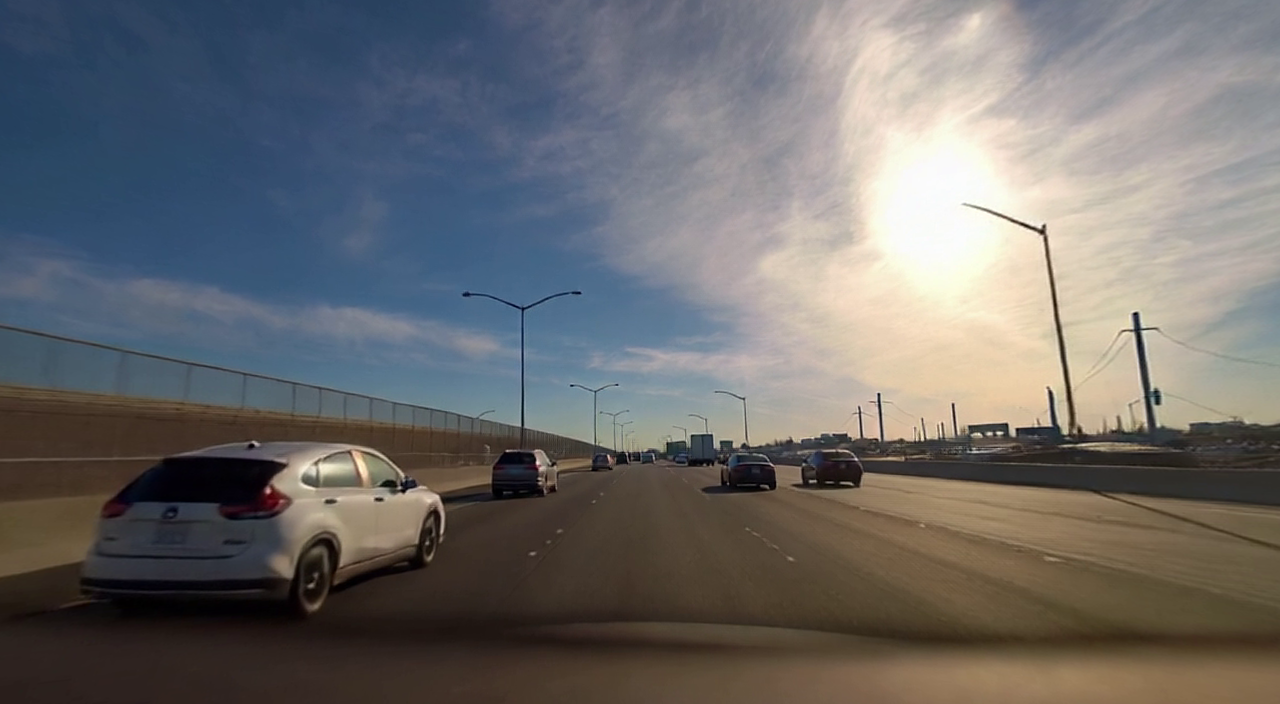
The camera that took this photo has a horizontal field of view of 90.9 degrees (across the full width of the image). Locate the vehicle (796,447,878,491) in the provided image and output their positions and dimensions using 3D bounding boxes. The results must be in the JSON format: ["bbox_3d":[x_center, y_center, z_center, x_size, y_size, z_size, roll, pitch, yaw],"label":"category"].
[{"bbox_3d":[7.530,4.475,24.484,1.860,1.520,3.961,-1,-9,0],"label":"vehicle"}]

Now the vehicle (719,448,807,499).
[{"bbox_3d":[3.898,3.928,20.835,1.942,1.453,4.329,0,-9,-1],"label":"vehicle"}]

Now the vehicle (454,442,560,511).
[{"bbox_3d":[-3.549,3.402,17.701,2.036,1.669,4.112,-1,-9,1],"label":"vehicle"}]

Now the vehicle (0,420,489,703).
[{"bbox_3d":[-3.075,1.509,5.669,2.067,1.555,4.851,-1,-9,2],"label":"vehicle"}]
